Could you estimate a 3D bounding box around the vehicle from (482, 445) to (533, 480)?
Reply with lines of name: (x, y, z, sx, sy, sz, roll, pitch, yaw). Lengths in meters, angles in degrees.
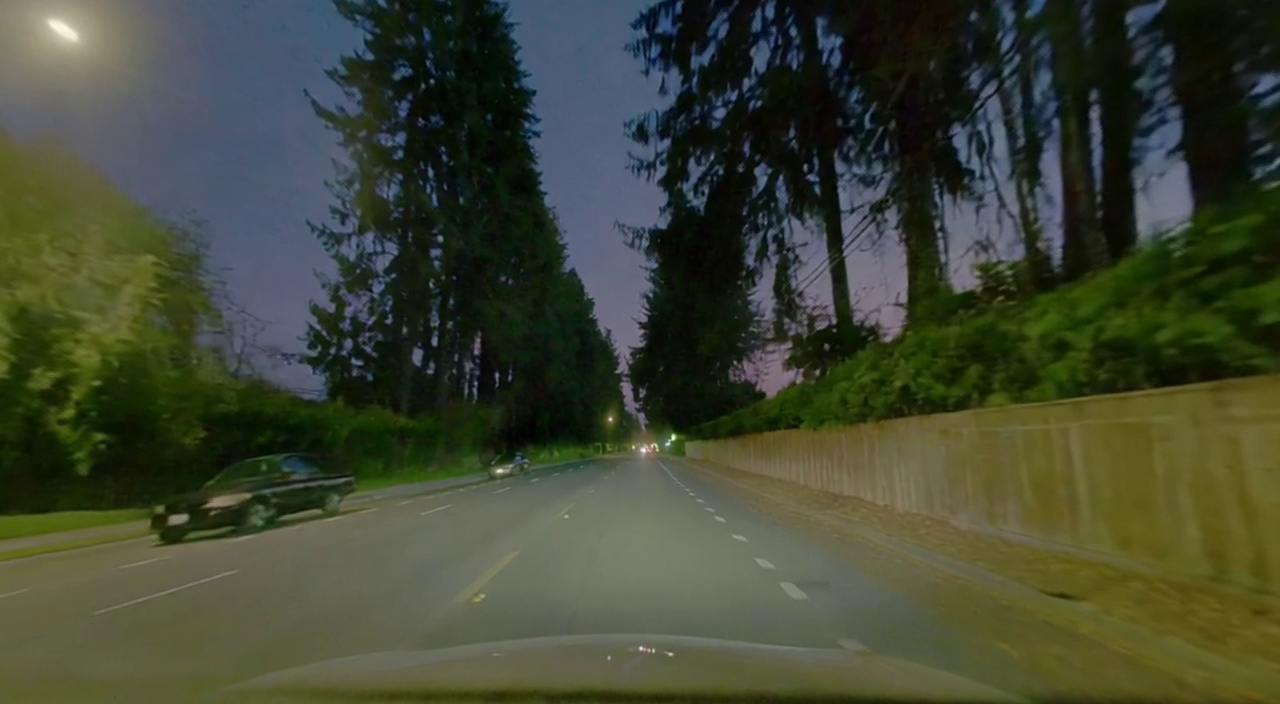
vehicle: (-7.537, 6.280, 36.188, 1.945, 1.760, 4.021, -3, -8, 2)

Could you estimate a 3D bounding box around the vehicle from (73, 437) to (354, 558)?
vehicle: (-7.477, 2.507, 11.807, 1.999, 1.714, 4.517, -3, -8, 3)
